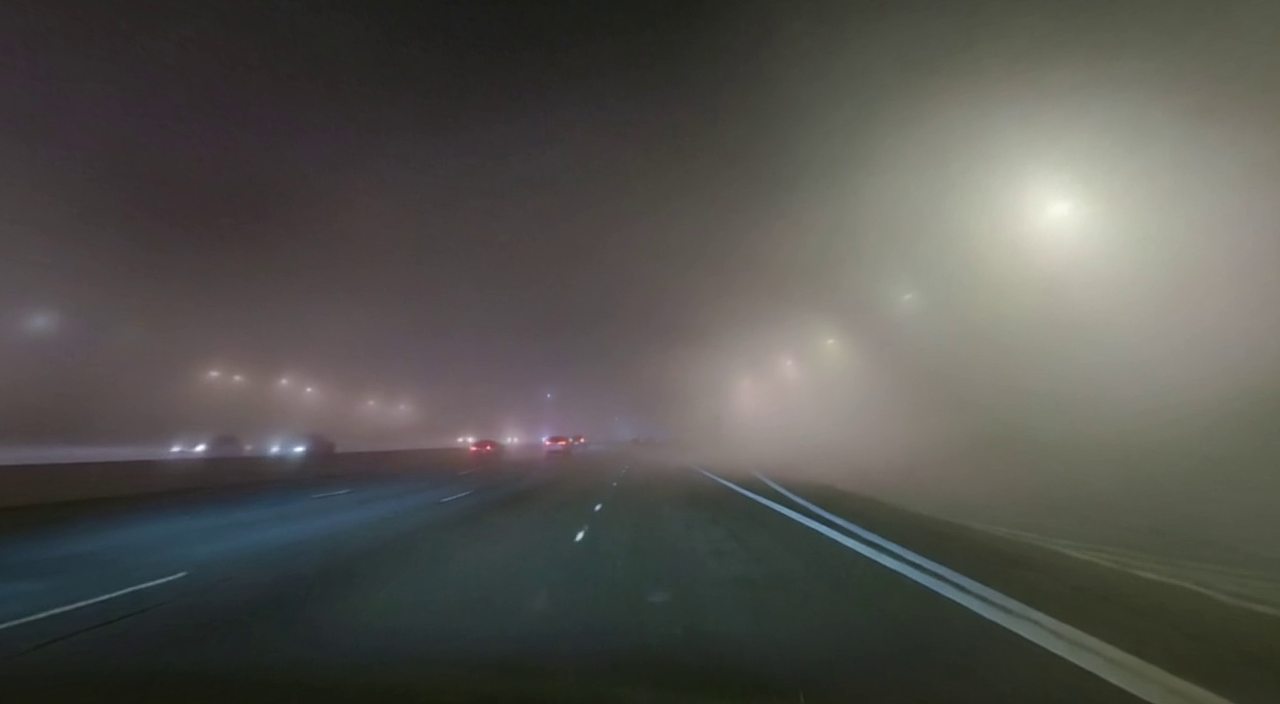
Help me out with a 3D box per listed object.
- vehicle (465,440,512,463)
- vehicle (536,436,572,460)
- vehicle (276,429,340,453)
[{"bbox_3d":[-9.788,6.446,41.017,1.976,1.413,4.088,0,-8,1],"label":"vehicle"},{"bbox_3d":[-6.200,6.998,45.862,1.979,1.646,4.096,0,-8,1],"label":"vehicle"},{"bbox_3d":[-21.846,5.855,41.534,1.831,1.474,4.134,0,-8,2],"label":"vehicle"}]
